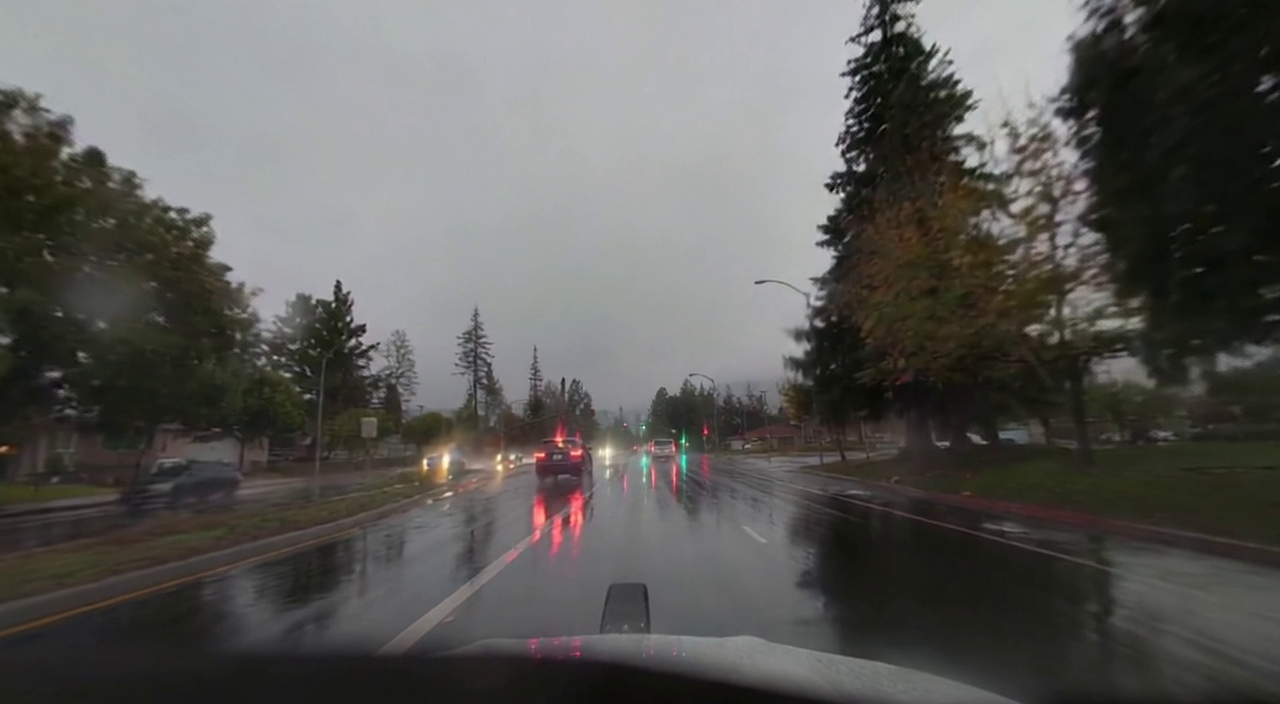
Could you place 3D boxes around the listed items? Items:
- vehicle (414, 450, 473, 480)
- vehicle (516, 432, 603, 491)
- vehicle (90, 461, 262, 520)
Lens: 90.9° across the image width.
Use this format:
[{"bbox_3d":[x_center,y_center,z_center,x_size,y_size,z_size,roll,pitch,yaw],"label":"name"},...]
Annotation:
[{"bbox_3d":[-11.633,6.694,37.673,2.061,1.631,4.502,-1,-8,0],"label":"vehicle"},{"bbox_3d":[-2.720,3.880,22.792,2.459,1.825,5.380,0,-8,0],"label":"vehicle"},{"bbox_3d":[-14.757,4.404,20.509,1.981,1.503,4.796,-1,-8,0],"label":"vehicle"}]
